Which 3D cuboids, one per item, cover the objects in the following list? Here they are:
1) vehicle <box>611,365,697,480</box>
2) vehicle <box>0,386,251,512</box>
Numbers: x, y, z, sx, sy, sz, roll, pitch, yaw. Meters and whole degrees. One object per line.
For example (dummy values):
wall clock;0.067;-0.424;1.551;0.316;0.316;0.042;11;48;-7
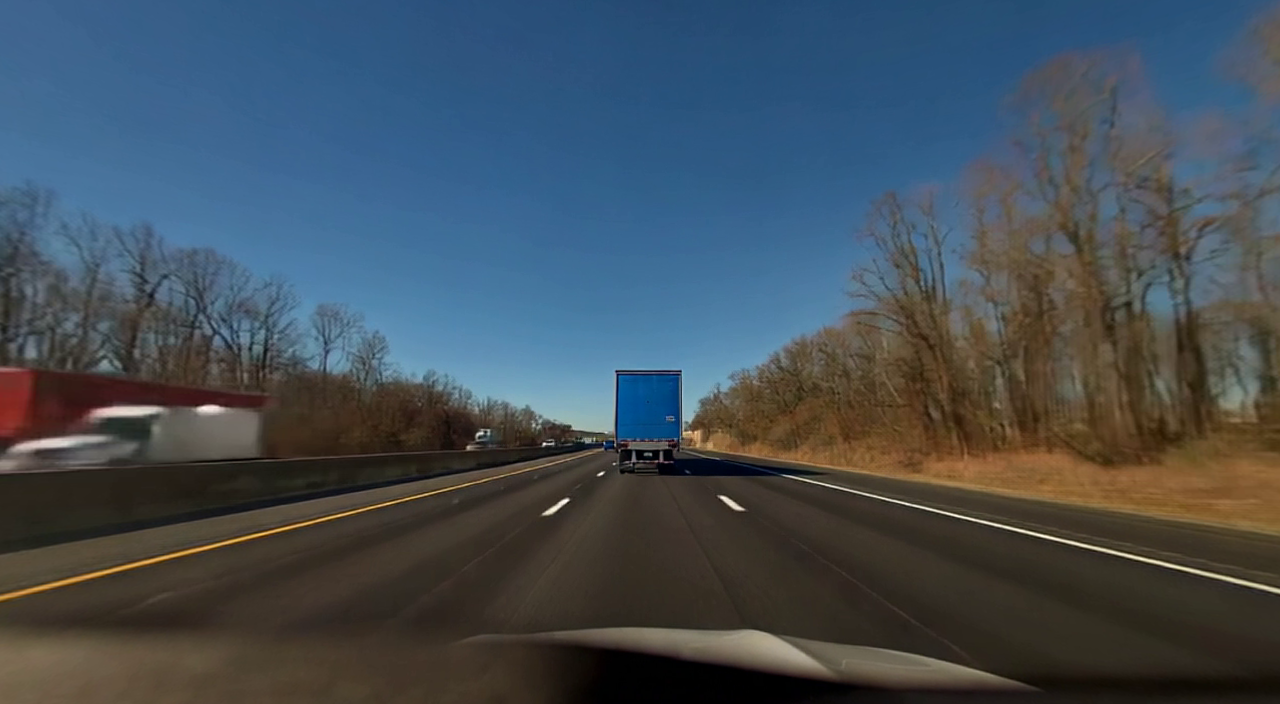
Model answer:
vehicle;0.563;3.233;27.426;3.010;4.039;10.481;0;-8;1
vehicle;-13.329;2.434;16.054;2.293;2.516;6.817;0;-8;0
